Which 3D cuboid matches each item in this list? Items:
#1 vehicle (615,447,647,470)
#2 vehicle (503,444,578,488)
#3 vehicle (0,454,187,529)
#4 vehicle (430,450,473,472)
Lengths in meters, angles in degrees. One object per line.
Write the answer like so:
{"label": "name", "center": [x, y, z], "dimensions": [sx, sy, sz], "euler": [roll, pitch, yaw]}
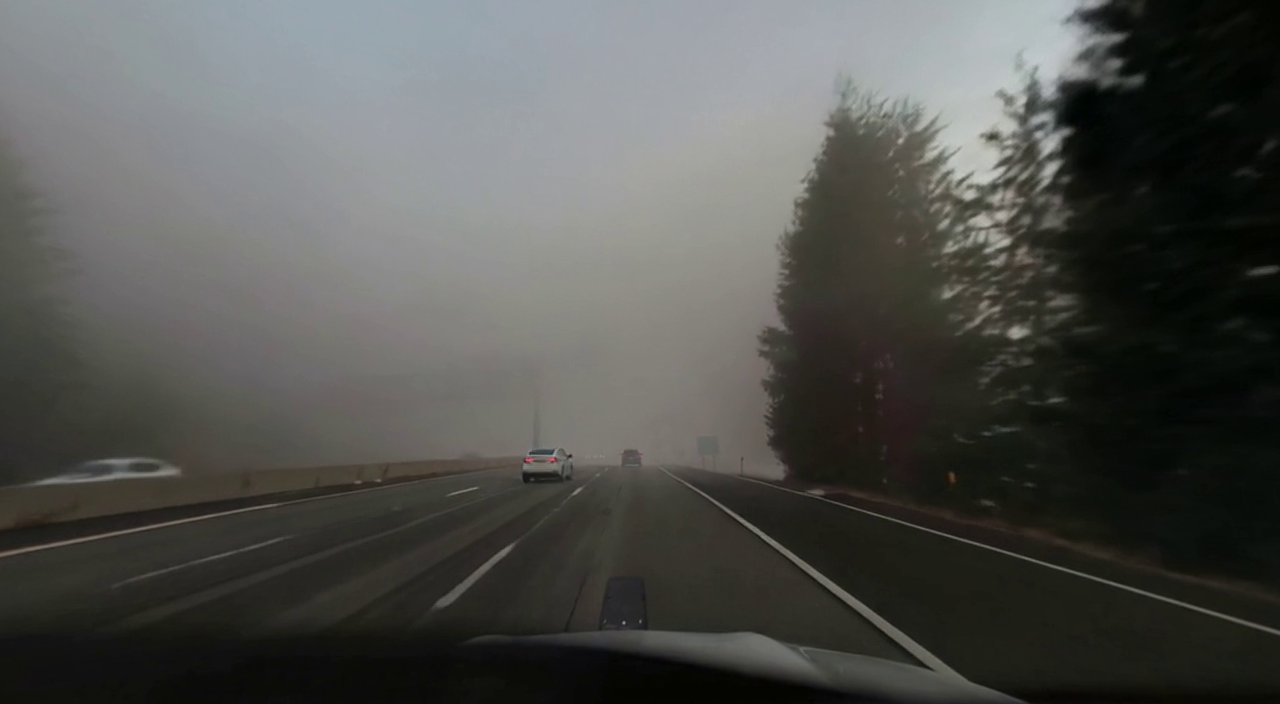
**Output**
{"label": "vehicle", "center": [-0.648, 7.479, 44.467], "dimensions": [2.100, 1.471, 3.956], "euler": [0, -8, -1]}
{"label": "vehicle", "center": [-3.701, 4.331, 24.309], "dimensions": [2.067, 1.509, 4.551], "euler": [0, -8, 1]}
{"label": "vehicle", "center": [-13.542, 3.227, 15.211], "dimensions": [1.854, 1.459, 4.565], "euler": [0, -8, 0]}
{"label": "vehicle", "center": [-13.784, 7.985, 46.444], "dimensions": [1.939, 1.475, 4.365], "euler": [1, -9, -2]}
